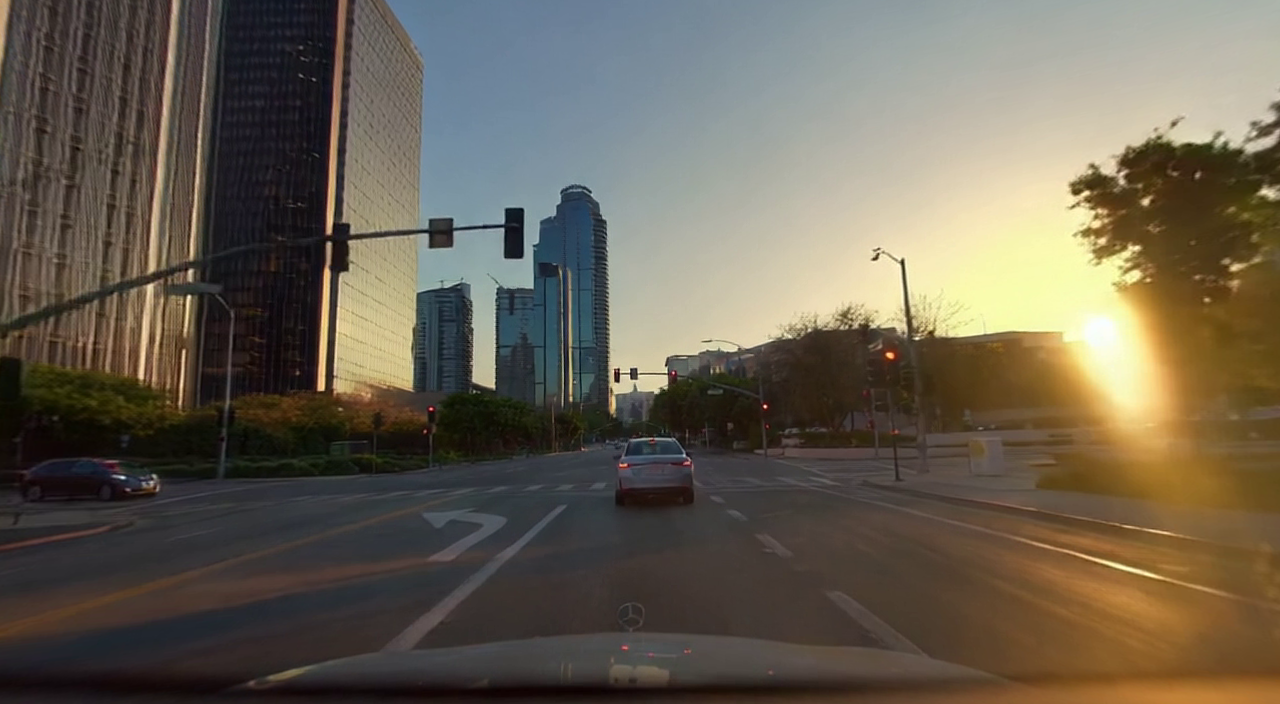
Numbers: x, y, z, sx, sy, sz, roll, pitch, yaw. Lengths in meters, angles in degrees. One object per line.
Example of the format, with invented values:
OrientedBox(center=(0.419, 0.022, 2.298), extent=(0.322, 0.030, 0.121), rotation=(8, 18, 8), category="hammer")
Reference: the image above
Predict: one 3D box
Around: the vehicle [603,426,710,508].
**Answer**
OrientedBox(center=(0.331, 2.653, 14.968), extent=(2.184, 1.640, 4.086), rotation=(0, -8, 0), category="vehicle")

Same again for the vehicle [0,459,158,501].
OrientedBox(center=(-21.403, 4.840, 24.028), extent=(4.494, 1.475, 1.893), rotation=(-1, -8, 3), category="vehicle")
